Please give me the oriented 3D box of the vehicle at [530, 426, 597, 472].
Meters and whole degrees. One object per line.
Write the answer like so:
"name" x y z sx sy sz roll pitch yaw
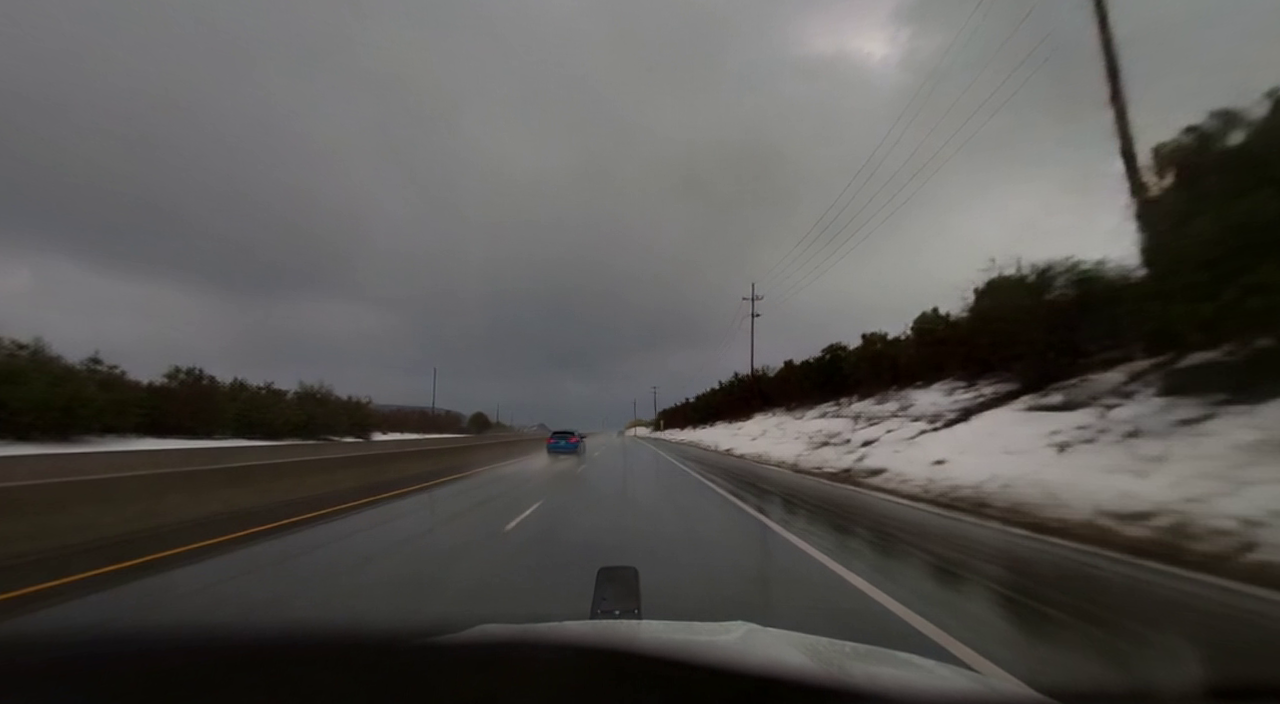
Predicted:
"vehicle" -2.700 3.530 23.127 1.999 1.536 3.969 0 -8 0
